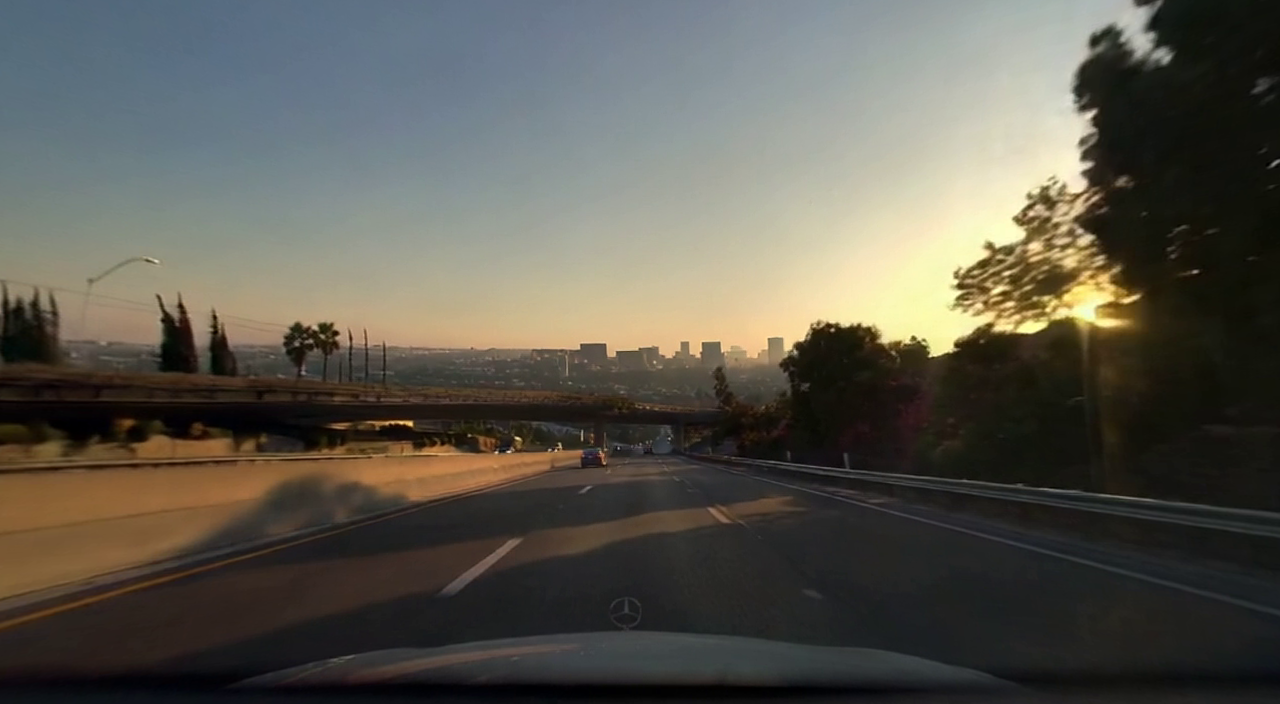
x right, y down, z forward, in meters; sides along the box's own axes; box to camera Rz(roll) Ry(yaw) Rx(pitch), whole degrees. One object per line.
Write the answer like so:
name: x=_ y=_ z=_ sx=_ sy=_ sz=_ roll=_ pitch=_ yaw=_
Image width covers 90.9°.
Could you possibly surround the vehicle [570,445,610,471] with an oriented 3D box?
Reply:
vehicle: x=-2.935 y=6.364 z=37.946 sx=1.991 sy=1.473 sz=4.707 roll=0 pitch=-9 yaw=0
